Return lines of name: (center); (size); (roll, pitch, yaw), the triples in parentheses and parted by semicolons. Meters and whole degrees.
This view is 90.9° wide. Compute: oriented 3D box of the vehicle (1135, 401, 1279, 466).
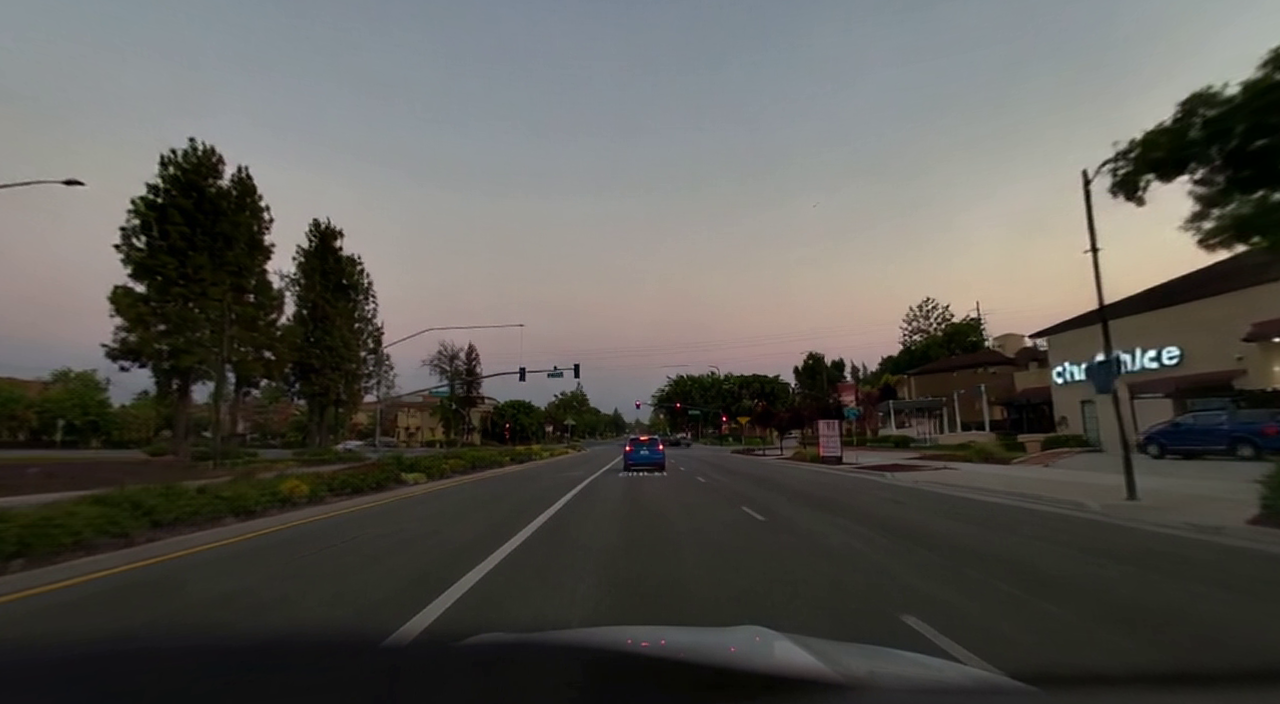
vehicle: (23.258, 3.224, 24.626); (2.647, 2.185, 6.556); (-1, -8, 2)

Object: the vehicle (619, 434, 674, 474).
vehicle: (0.182, 4.104, 25.636); (2.028, 1.478, 4.545); (0, -8, -1)
